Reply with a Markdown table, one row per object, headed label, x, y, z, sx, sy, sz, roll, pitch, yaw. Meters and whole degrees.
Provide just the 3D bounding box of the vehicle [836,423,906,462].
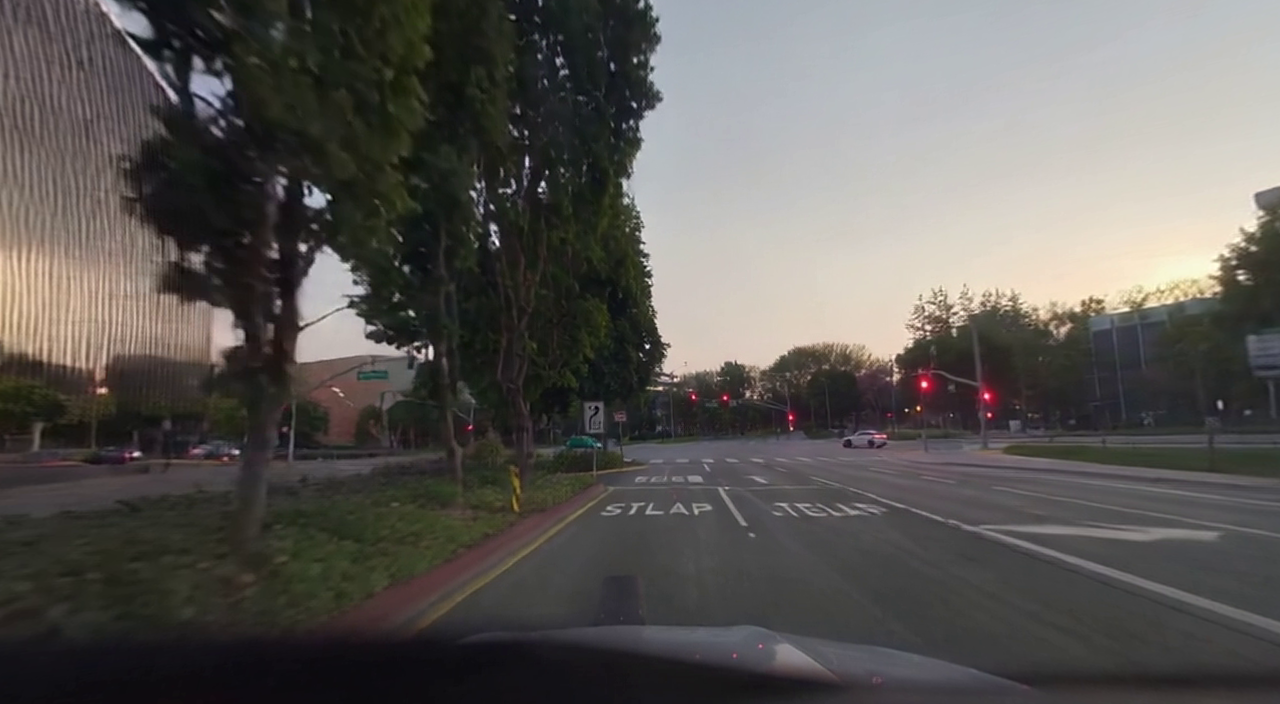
| label | x | y | z | sx | sy | sz | roll | pitch | yaw |
| --- | --- | --- | --- | --- | --- | --- | --- | --- | --- |
| vehicle | 12.011 | 4.757 | 33.209 | 2.156 | 1.881 | 4.743 | 0 | -8 | 4 |
